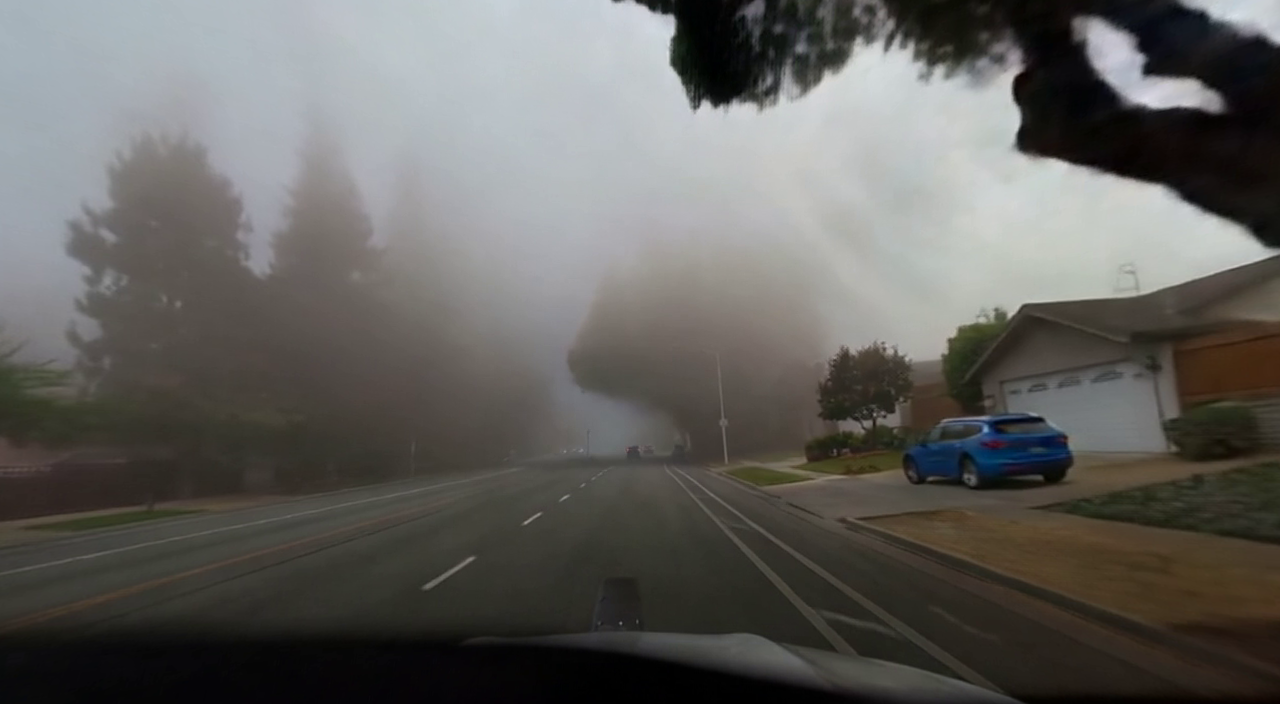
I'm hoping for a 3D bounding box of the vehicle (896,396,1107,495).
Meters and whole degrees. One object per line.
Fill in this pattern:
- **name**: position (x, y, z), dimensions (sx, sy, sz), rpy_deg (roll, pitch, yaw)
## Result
- **vehicle**: position (8.302, 2.293, 15.217), dimensions (2.051, 1.801, 4.785), rpy_deg (-5, -10, -1)
